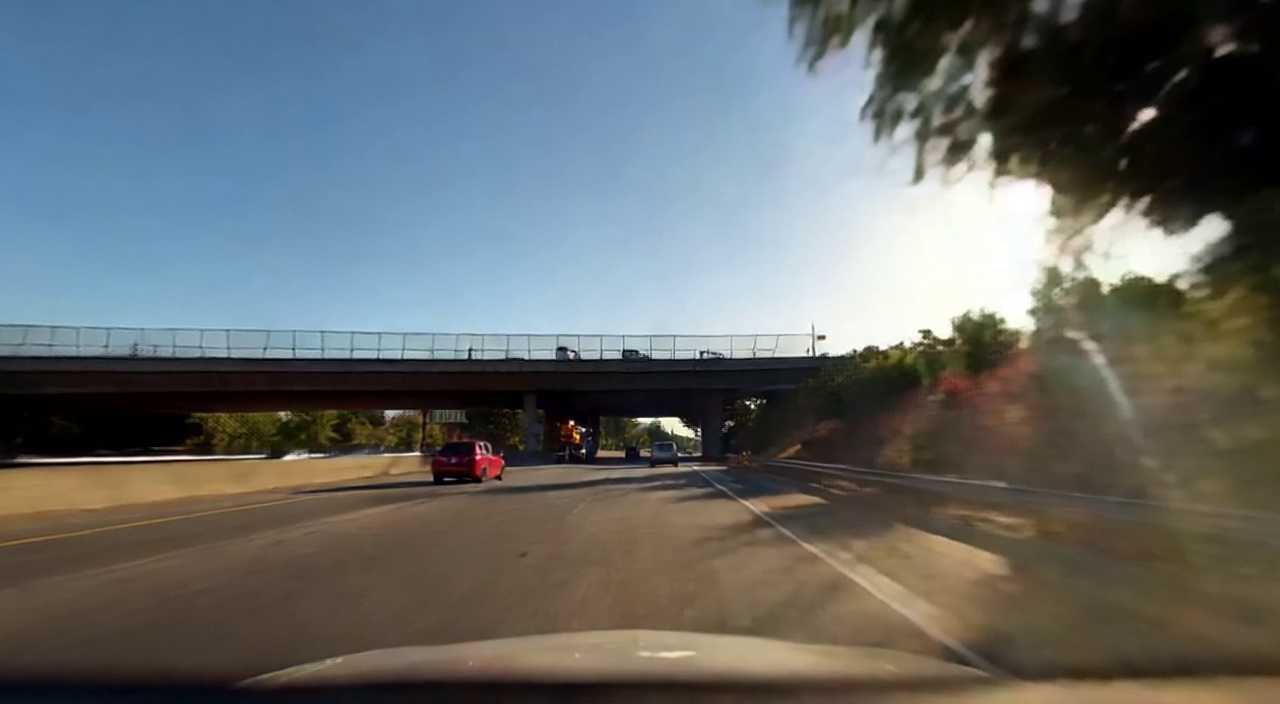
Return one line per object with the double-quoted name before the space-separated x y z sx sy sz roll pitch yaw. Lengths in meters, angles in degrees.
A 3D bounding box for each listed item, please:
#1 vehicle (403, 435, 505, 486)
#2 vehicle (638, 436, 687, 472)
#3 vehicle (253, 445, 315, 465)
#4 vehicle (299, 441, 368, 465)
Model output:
"vehicle" -6.564 3.855 22.903 2.115 1.644 4.513 0 -8 3
"vehicle" 1.168 5.243 32.565 2.336 1.722 4.212 0 -8 2
"vehicle" -26.936 7.786 47.880 1.775 1.461 4.694 0 -8 3
"vehicle" -20.170 6.682 41.743 1.889 1.480 4.980 0 -8 2
